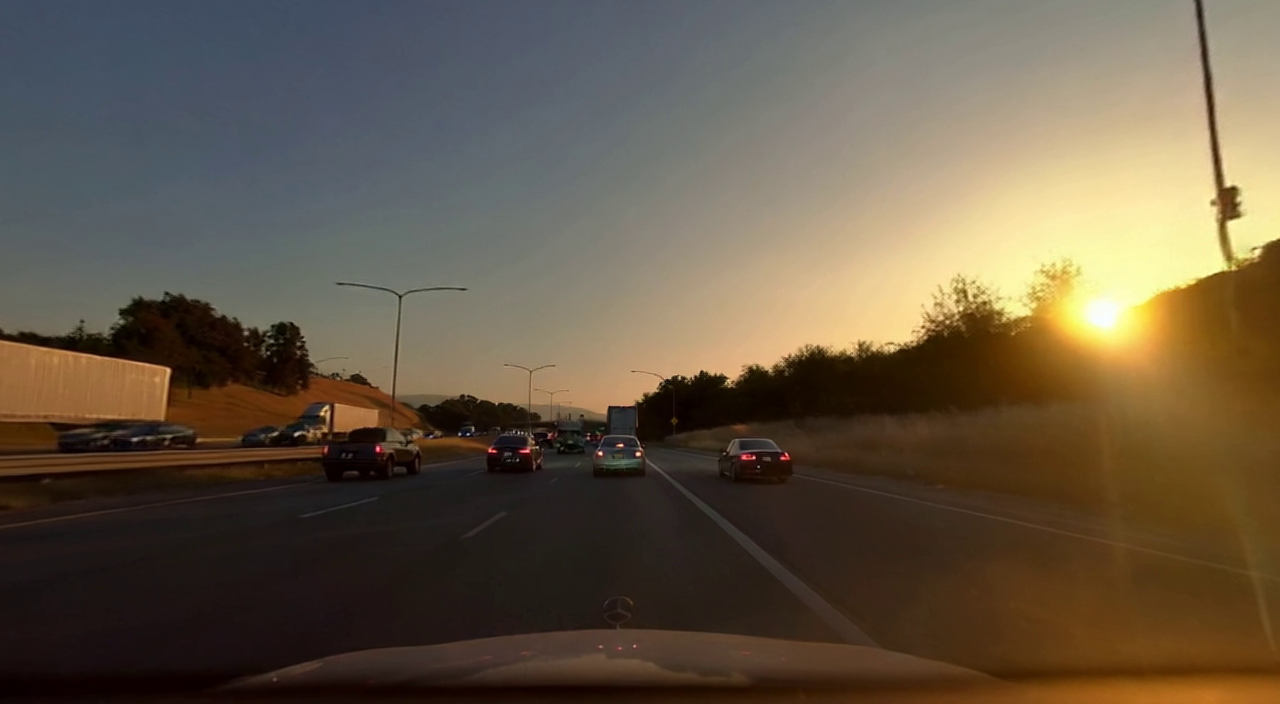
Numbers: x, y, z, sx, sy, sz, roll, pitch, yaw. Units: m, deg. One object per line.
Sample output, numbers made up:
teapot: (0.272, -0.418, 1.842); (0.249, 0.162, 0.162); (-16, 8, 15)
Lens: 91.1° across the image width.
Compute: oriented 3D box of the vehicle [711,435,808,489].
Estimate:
vehicle: (3.563, 3.353, 19.674); (1.981, 1.474, 4.396); (0, -8, -3)

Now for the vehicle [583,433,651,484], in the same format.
vehicle: (-0.702, 3.398, 20.400); (1.980, 1.478, 3.758); (0, -8, -1)

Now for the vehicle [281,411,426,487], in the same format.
vehicle: (-8.220, 2.834, 18.665); (2.158, 1.943, 4.662); (0, -8, -1)

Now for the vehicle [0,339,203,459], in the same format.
vehicle: (-23.010, 2.001, 24.171); (2.881, 3.978, 14.159); (0, -8, -3)

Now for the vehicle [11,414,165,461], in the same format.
vehicle: (-19.268, 3.014, 22.228); (1.873, 1.475, 4.034); (0, -8, -2)

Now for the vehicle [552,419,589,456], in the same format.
vehicle: (-5.176, 6.477, 47.643); (2.303, 2.610, 6.579); (0, -8, -2)

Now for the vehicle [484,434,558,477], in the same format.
vehicle: (-4.448, 3.909, 24.208); (2.046, 1.493, 4.384); (0, -8, 0)
